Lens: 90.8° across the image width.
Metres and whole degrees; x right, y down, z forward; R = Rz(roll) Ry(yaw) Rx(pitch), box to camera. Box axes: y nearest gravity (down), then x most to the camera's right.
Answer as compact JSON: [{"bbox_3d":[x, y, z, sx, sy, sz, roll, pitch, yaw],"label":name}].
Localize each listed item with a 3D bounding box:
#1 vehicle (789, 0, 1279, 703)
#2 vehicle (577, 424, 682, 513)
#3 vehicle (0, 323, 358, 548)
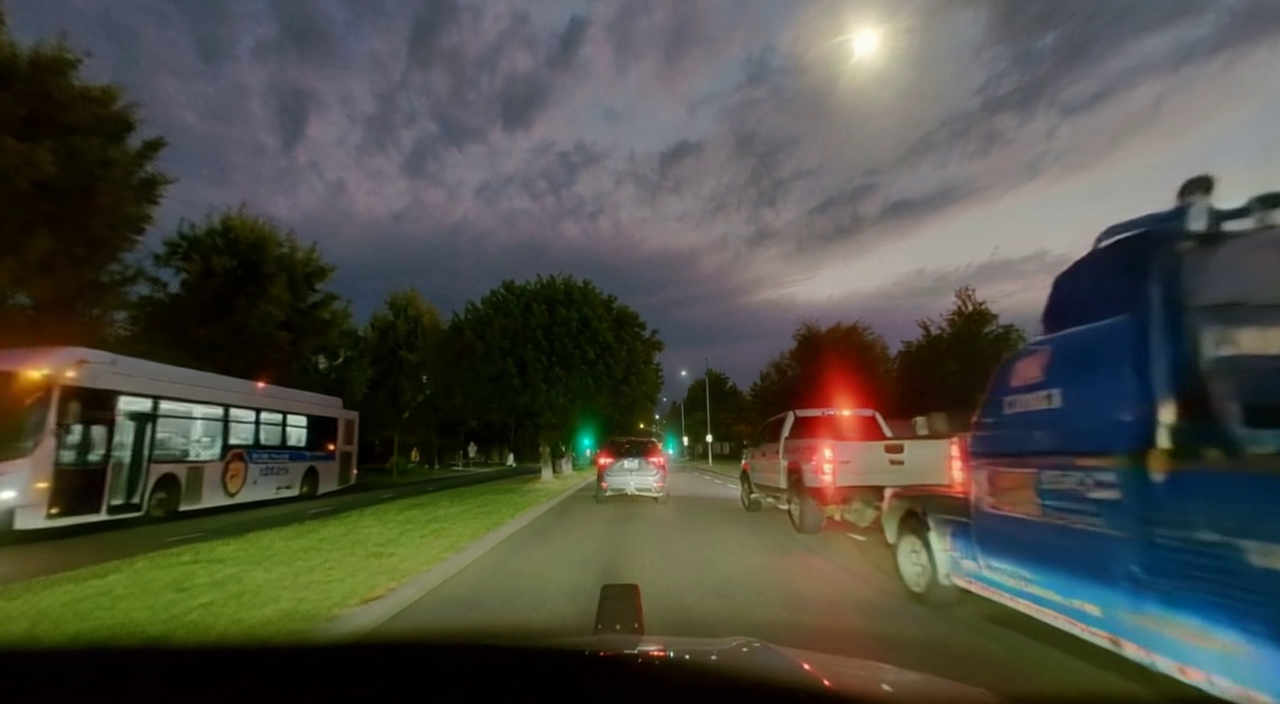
[{"bbox_3d":[3.824,0.028,3.355,3.088,3.057,10.503,0,-8,-2],"label":"vehicle"},{"bbox_3d":[-0.184,2.838,15.998,2.157,1.816,5.804,0,-8,1],"label":"vehicle"},{"bbox_3d":[-12.213,2.384,17.646,2.996,4.022,12.692,0,-8,-1],"label":"vehicle"}]
